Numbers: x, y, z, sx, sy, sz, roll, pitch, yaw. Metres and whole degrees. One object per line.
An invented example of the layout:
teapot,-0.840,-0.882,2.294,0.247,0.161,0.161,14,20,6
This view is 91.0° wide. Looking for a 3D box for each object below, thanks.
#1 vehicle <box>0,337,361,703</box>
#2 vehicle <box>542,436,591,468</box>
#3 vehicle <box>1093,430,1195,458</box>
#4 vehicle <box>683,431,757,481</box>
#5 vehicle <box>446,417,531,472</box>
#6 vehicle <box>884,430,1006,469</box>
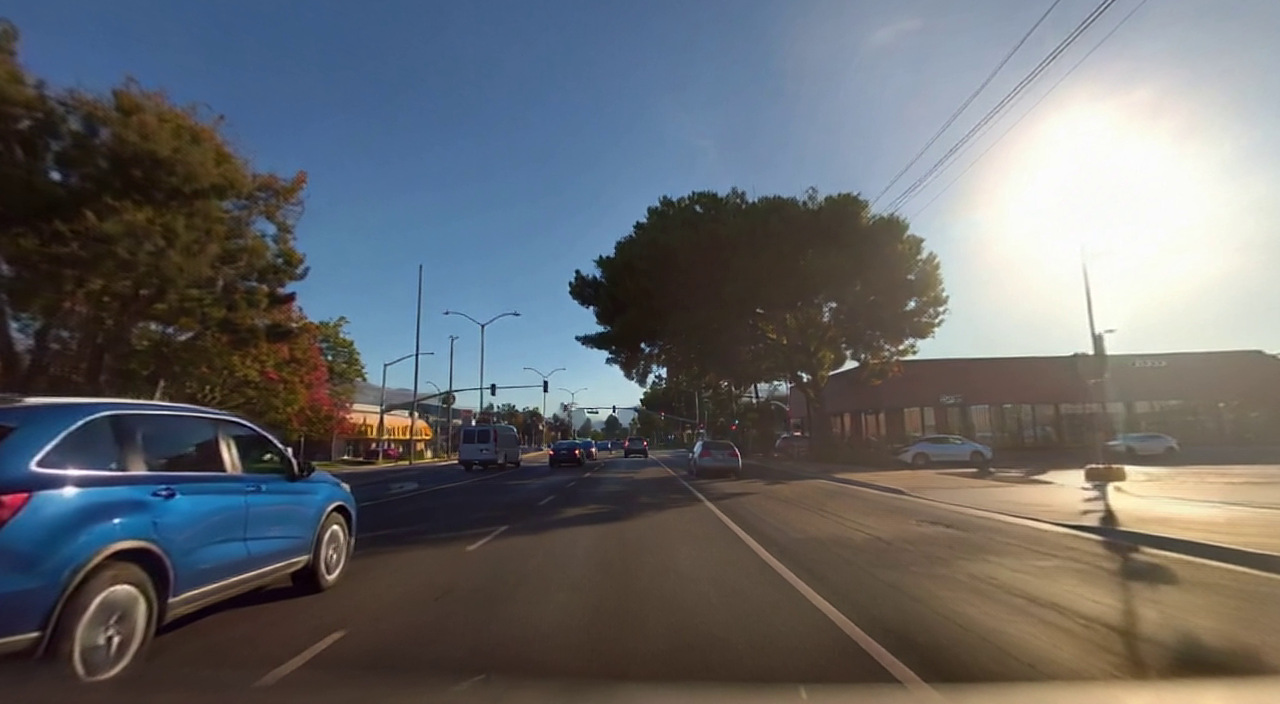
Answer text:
vehicle,-3.884,1.035,4.252,2.038,1.748,4.303,0,-9,-1
vehicle,-4.037,5.612,35.506,2.133,1.677,4.727,0,-8,1
vehicle,27.757,5.104,34.874,1.768,1.460,4.677,0,-9,0
vehicle,3.100,4.164,25.494,2.167,1.792,4.835,0,-9,-2
vehicle,-7.645,4.811,32.727,2.863,2.592,6.410,0,-8,-1
vehicle,14.422,4.635,30.007,4.626,1.562,2.159,-2,-8,-2
